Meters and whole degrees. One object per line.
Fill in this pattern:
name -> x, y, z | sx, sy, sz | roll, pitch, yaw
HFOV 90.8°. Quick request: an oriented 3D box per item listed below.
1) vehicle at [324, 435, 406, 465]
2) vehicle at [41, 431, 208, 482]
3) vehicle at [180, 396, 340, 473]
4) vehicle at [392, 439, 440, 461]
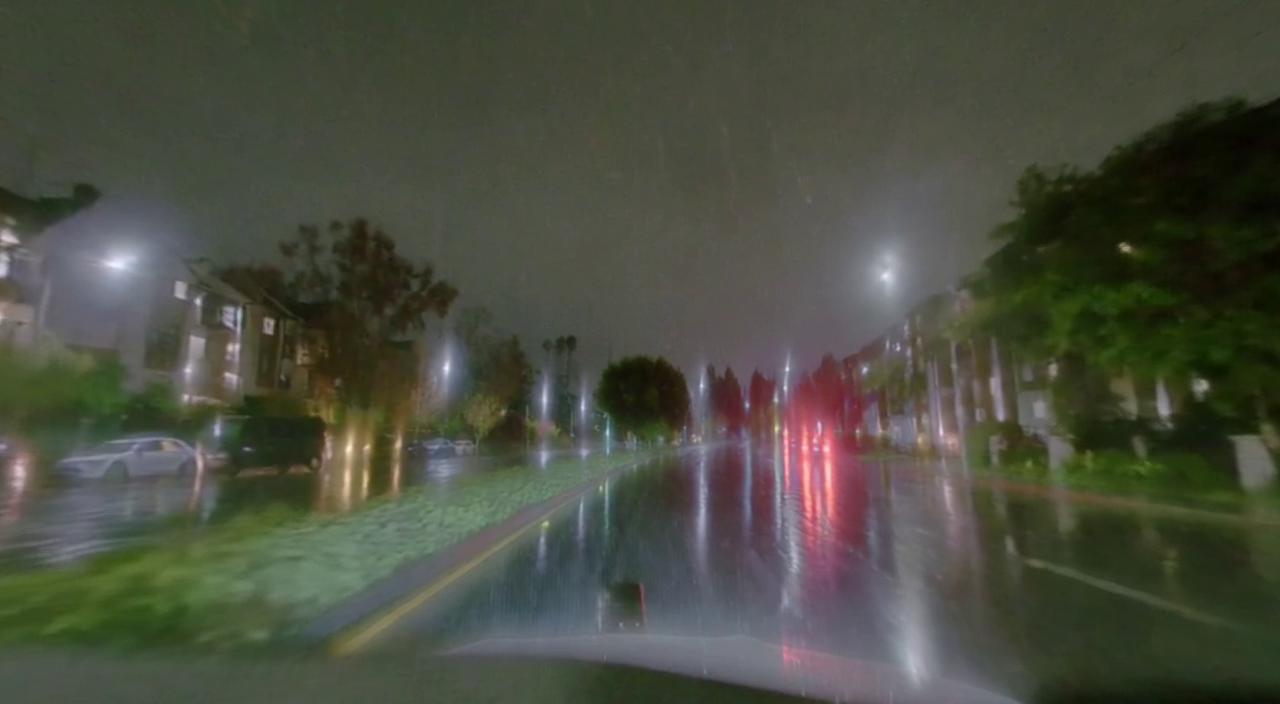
vehicle -> -17.211, 6.172, 39.944 | 2.226, 1.733, 5.775 | -2, -9, 4
vehicle -> -18.500, 3.796, 23.073 | 1.876, 1.624, 4.827 | -2, -9, 2
vehicle -> -17.858, 4.076, 30.404 | 2.781, 3.224, 7.055 | -1, -9, 5
vehicle -> -16.574, 7.291, 46.963 | 1.802, 1.487, 4.359 | -3, -9, 4
